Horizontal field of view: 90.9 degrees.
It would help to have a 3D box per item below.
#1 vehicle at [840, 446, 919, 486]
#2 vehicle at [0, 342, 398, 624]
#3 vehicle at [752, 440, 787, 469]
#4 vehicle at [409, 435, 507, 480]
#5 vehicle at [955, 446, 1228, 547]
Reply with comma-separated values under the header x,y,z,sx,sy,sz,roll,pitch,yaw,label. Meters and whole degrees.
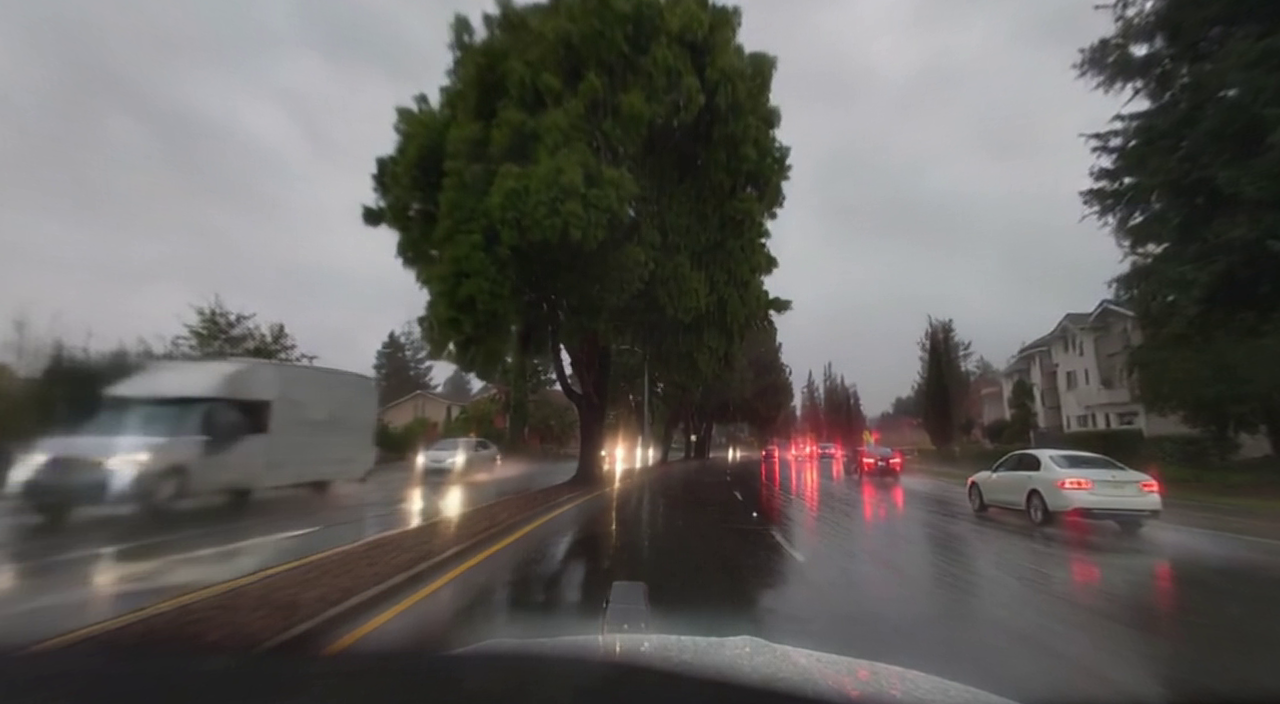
x,y,z,sx,sy,sz,roll,pitch,yaw,label
9.649,4.584,25.764,1.855,1.444,4.389,-1,-8,6,vehicle
-5.257,1.427,7.862,2.334,2.214,5.724,0,-8,-2,vehicle
8.192,6.512,40.208,1.991,1.684,4.127,-2,-8,9,vehicle
-7.159,4.207,25.362,2.126,1.637,4.509,-1,-8,7,vehicle
7.487,2.373,11.155,1.783,1.386,4.433,-1,-8,4,vehicle
